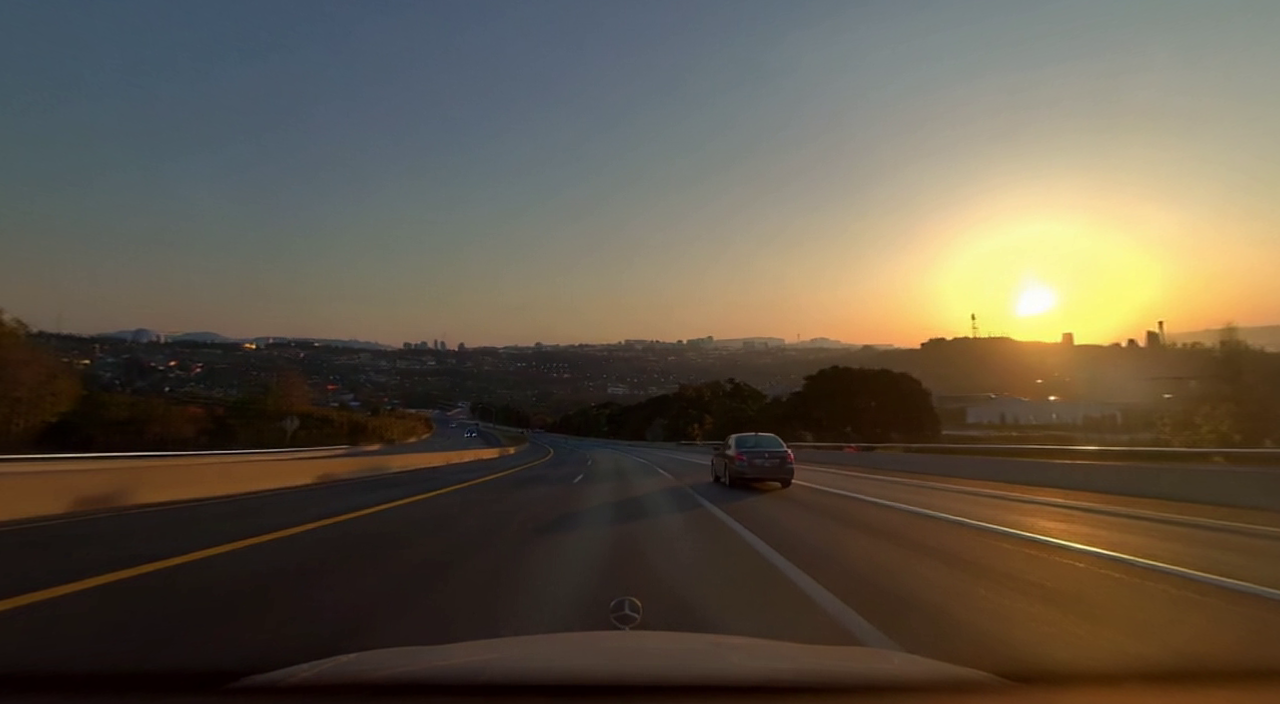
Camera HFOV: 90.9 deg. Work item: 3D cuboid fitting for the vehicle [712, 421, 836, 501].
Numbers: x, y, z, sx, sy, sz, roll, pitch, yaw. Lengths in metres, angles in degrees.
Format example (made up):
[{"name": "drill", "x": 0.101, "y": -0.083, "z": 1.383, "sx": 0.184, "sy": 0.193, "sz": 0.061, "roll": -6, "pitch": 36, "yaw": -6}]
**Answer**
[{"name": "vehicle", "x": 3.145, "y": 2.674, "z": 15.812, "sx": 2.059, "sy": 1.715, "sz": 4.192, "roll": 0, "pitch": -8, "yaw": -2}]
